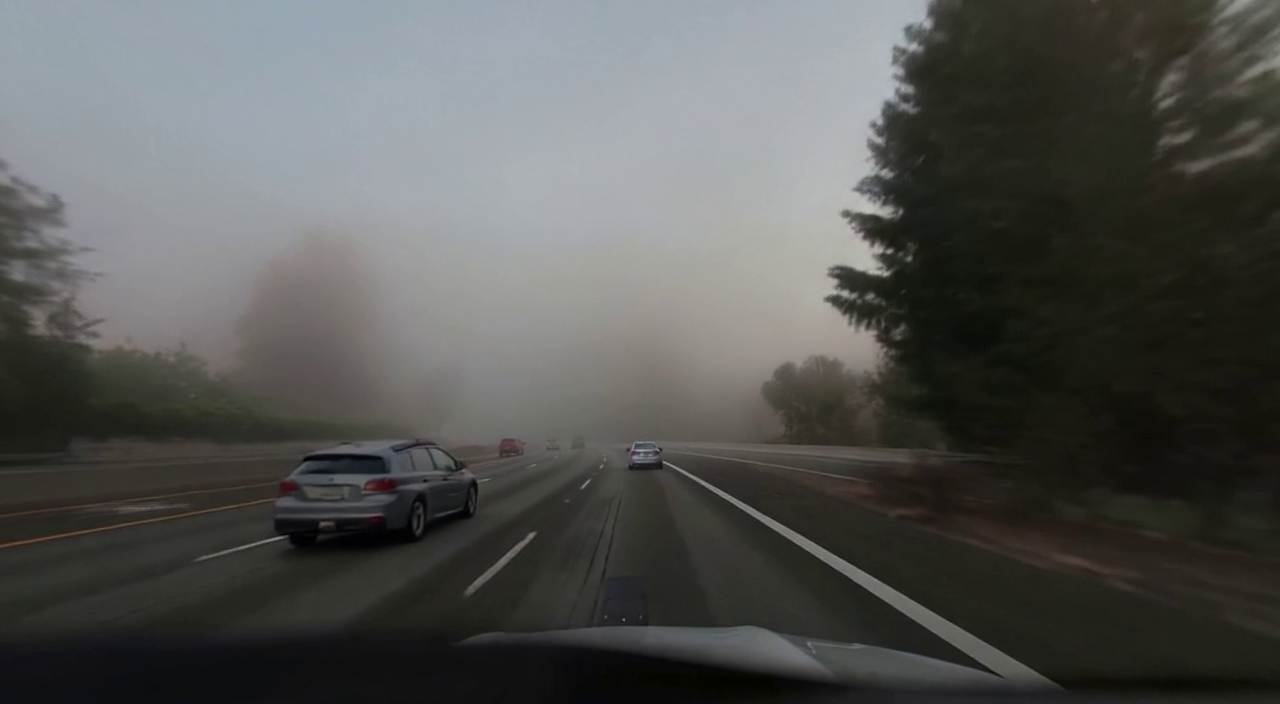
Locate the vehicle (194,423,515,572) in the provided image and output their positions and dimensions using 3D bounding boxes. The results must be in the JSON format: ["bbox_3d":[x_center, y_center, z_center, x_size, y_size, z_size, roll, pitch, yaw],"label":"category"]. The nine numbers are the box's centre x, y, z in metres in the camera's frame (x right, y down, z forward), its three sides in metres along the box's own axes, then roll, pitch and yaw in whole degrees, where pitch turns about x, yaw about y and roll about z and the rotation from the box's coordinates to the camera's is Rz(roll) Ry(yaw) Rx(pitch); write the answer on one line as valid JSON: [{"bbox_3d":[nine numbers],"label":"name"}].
[{"bbox_3d":[-3.463,1.888,9.087,2.246,1.519,4.980,0,-9,1],"label":"vehicle"}]

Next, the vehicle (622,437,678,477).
[{"bbox_3d":[0.311,4.139,25.052,2.051,1.444,3.927,0,-9,-2],"label":"vehicle"}]
